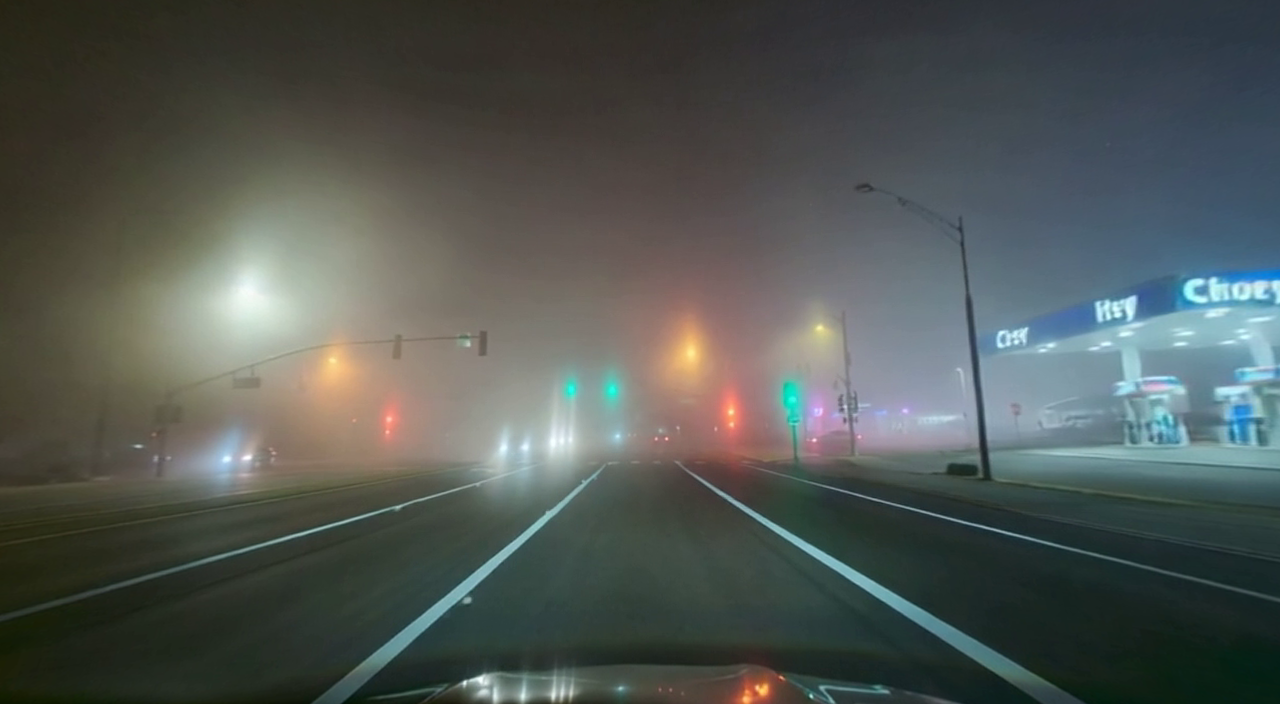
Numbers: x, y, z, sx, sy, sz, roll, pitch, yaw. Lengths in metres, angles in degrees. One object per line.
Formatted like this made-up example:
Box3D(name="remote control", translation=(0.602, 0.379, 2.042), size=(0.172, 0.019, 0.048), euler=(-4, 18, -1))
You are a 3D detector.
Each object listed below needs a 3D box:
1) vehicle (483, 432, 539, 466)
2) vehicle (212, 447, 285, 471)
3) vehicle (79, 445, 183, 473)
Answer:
Box3D(name="vehicle", translation=(-6.889, 5.237, 34.279), size=(2.074, 1.692, 4.333), euler=(0, -8, 1))
Box3D(name="vehicle", translation=(-25.168, 6.817, 40.570), size=(4.444, 1.457, 1.927), euler=(-5, -10, 29))
Box3D(name="vehicle", translation=(-34.268, 7.208, 42.654), size=(5.040, 1.826, 2.155), euler=(0, -8, -2))
